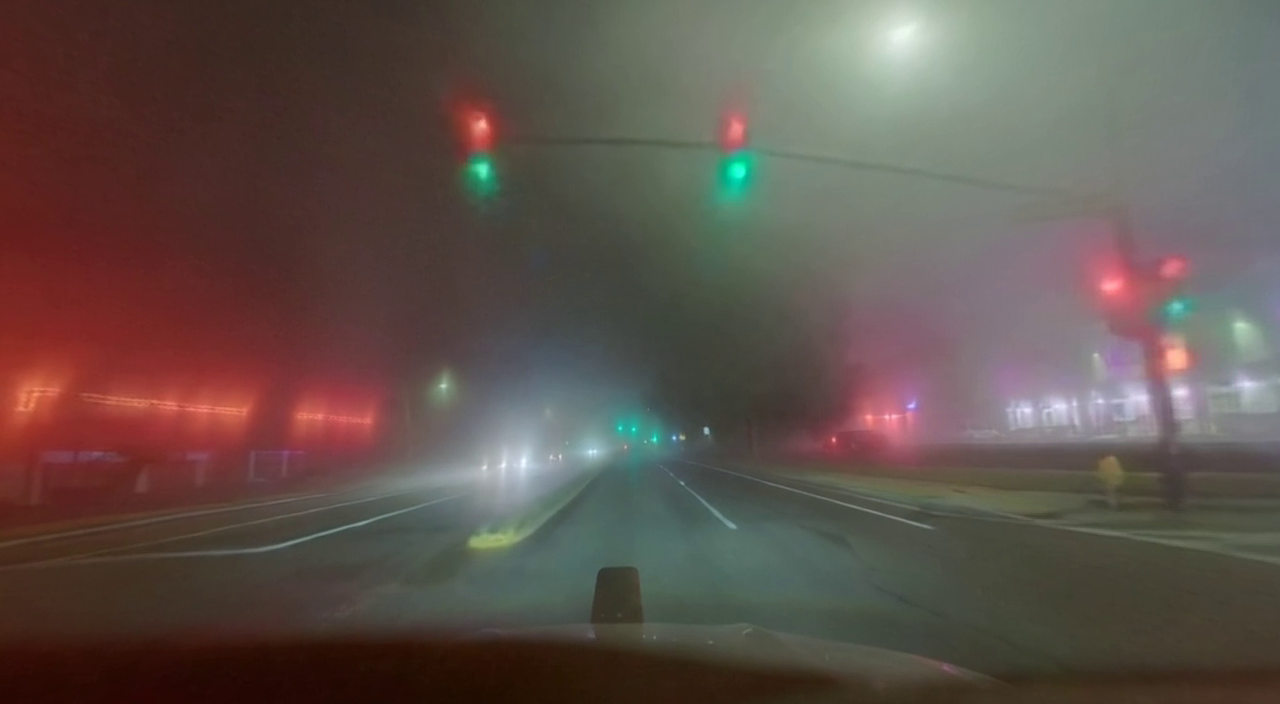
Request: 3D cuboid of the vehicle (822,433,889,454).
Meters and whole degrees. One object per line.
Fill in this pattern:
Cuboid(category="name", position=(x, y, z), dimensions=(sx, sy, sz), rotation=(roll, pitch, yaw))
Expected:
Cuboid(category="vehicle", position=(16.176, 6.883, 47.458), dimensions=(4.241, 1.472, 2.066), rotation=(0, -8, -3))

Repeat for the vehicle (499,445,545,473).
Cuboid(category="vehicle", position=(-7.928, 7.201, 42.611), dimensions=(2.129, 1.649, 4.647), rotation=(-4, -8, 0))

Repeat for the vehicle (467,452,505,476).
Cuboid(category="vehicle", position=(-10.937, 7.962, 44.916), dimensions=(1.688, 1.419, 3.783), rotation=(-4, -8, 0))
